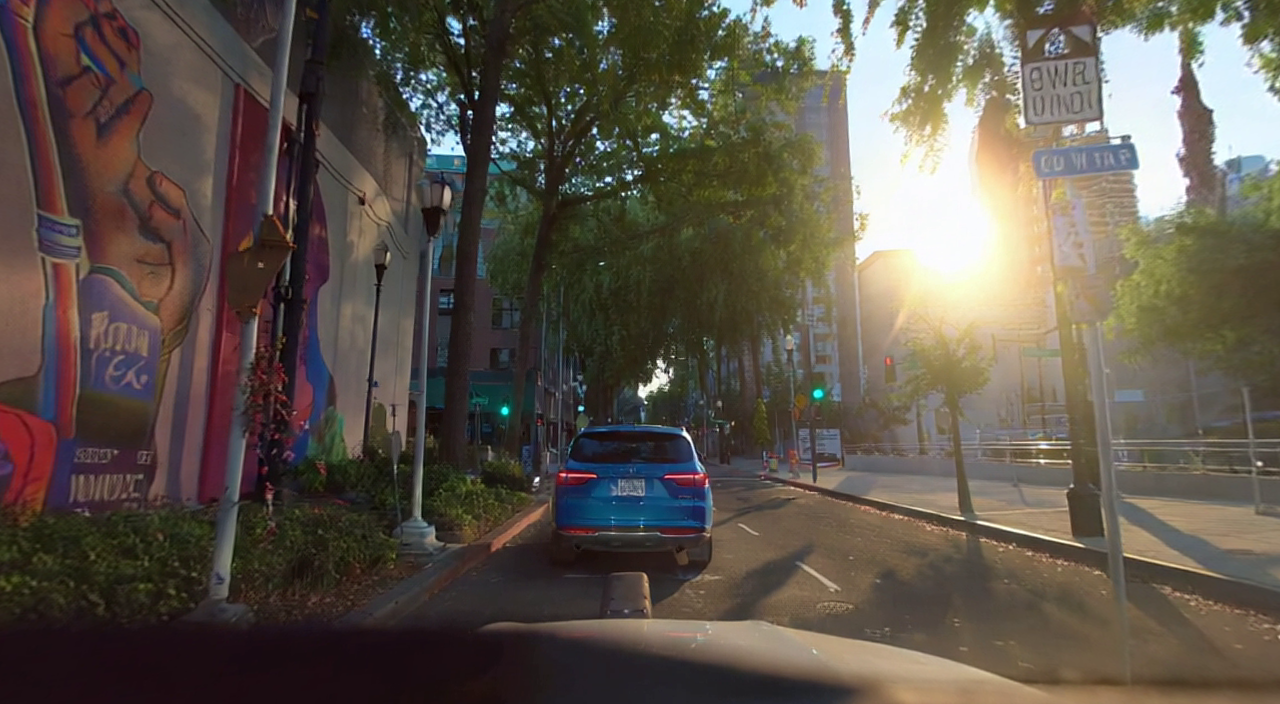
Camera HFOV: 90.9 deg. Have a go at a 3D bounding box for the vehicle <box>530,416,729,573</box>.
[{"bbox_3d":[-0.133,1.785,8.626,2.079,1.621,3.861,0,-8,-1],"label":"vehicle"}]
